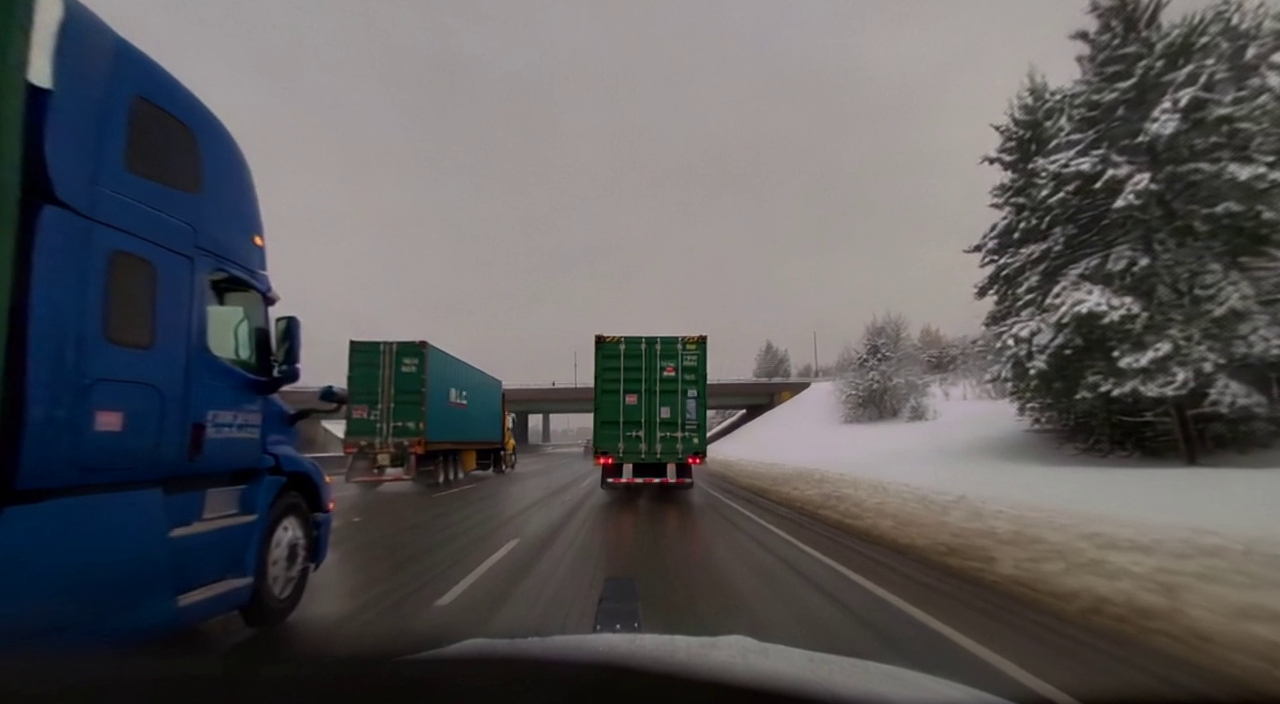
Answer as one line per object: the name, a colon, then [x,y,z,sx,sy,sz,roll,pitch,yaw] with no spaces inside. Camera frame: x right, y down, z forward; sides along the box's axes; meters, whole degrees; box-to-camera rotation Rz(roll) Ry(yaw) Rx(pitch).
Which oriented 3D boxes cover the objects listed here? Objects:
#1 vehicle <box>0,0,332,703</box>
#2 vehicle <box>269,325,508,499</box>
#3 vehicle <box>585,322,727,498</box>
vehicle: [-3.497,-0.451,0.129,3.187,3.949,6.963,-1,-9,1]
vehicle: [-7.183,2.268,20.979,3.023,4.139,11.860,0,-9,0]
vehicle: [0.285,1.910,18.961,3.357,4.212,7.519,0,-9,-1]
